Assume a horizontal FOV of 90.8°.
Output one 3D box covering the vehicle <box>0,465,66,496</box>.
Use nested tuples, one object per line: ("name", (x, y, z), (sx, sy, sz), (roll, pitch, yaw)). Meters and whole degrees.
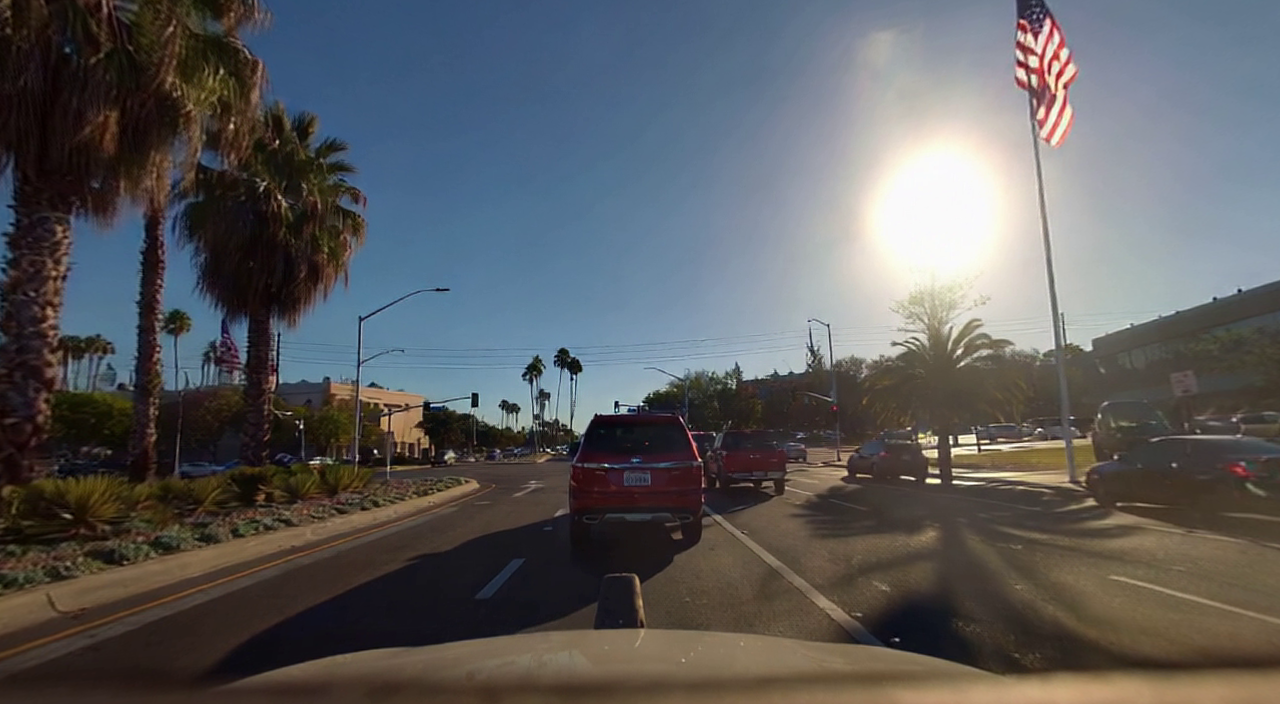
("vehicle", (-45.875, 9.223, 45.503), (6.410, 2.078, 2.584), (0, -9, 0))

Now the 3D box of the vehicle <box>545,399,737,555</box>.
("vehicle", (-0.027, 1.908, 10.260), (2.402, 1.938, 4.535), (0, -9, -1))

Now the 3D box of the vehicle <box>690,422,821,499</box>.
("vehicle", (3.299, 3.331, 19.814), (2.773, 2.021, 6.212), (0, -9, -1))

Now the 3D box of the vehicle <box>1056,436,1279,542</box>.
("vehicle", (9.801, 2.278, 11.200), (1.967, 1.485, 4.267), (0, -9, 1))

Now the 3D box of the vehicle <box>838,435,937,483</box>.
("vehicle", (10.088, 4.389, 26.181), (2.155, 1.779, 4.582), (0, -9, -1))
